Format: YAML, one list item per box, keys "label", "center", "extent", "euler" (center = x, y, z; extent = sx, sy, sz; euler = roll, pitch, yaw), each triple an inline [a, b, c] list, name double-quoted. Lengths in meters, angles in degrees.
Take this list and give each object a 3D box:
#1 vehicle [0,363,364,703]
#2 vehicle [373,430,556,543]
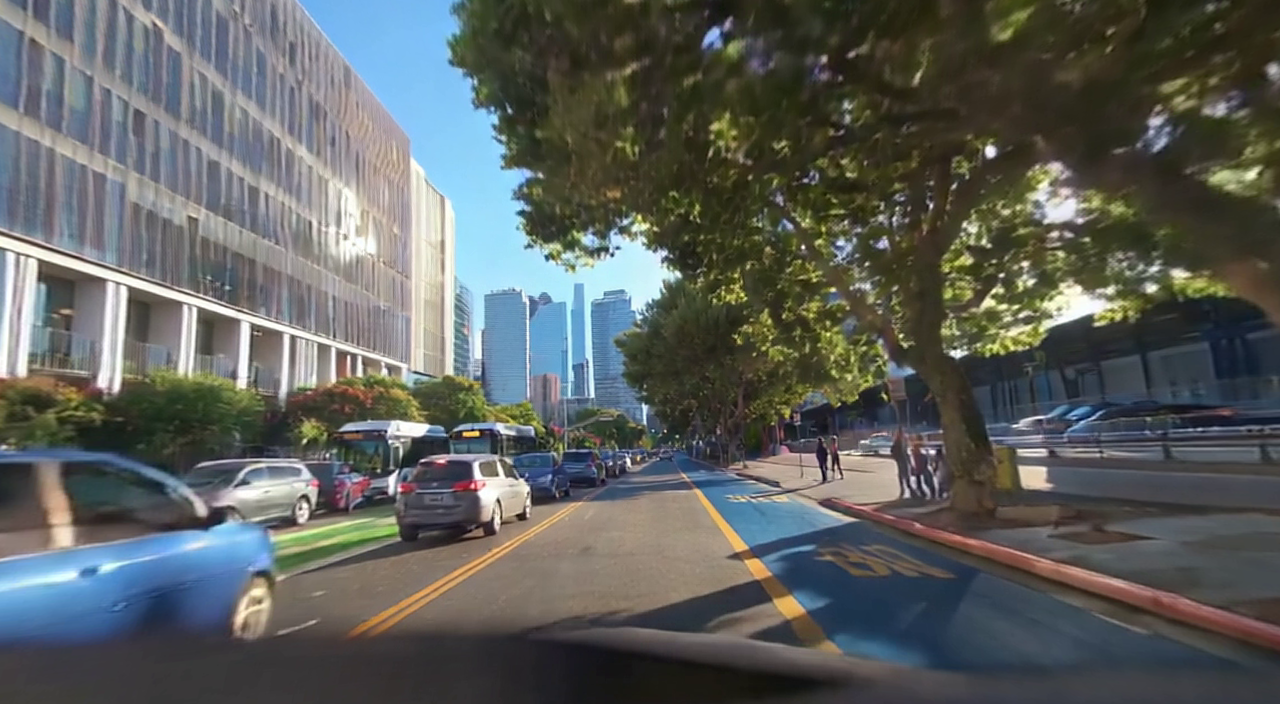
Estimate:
- label: "vehicle"
  center: [-3.821, 1.119, 3.727]
  extent: [2.173, 1.814, 4.573]
  euler: [0, -9, 2]
- label: "vehicle"
  center: [-3.215, 2.571, 12.769]
  extent: [2.225, 1.848, 4.472]
  euler: [0, -9, 3]
